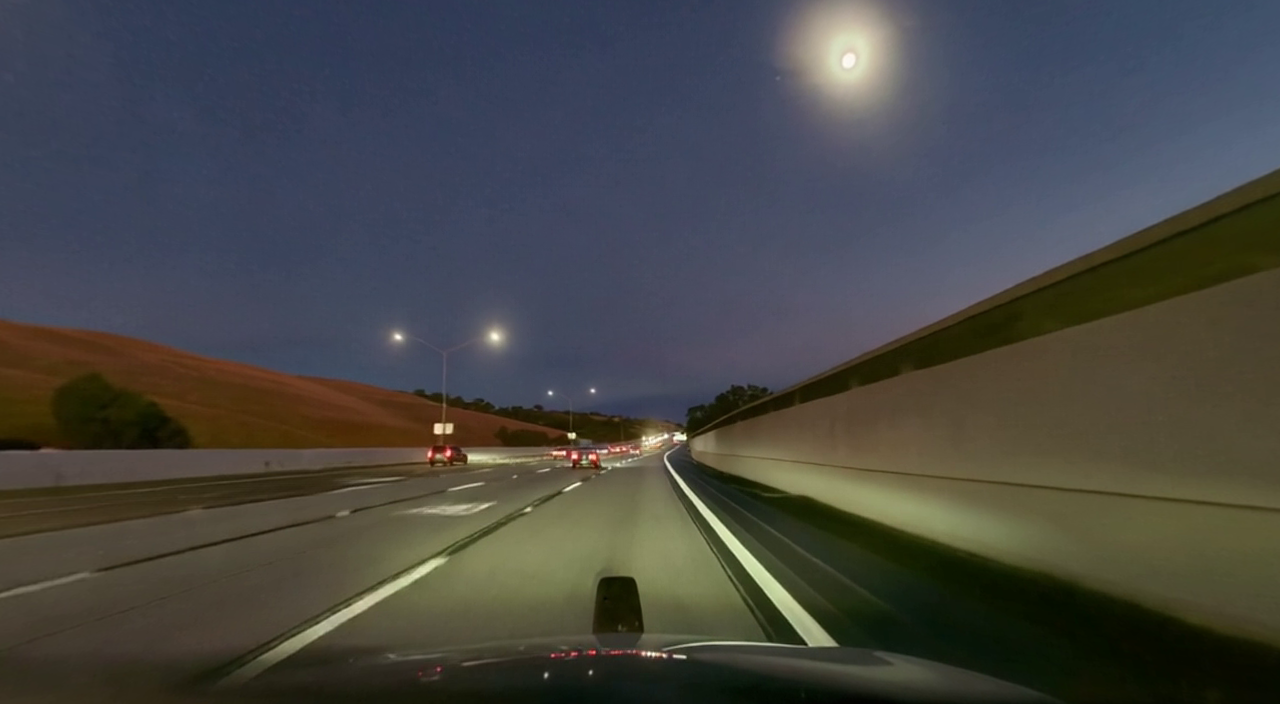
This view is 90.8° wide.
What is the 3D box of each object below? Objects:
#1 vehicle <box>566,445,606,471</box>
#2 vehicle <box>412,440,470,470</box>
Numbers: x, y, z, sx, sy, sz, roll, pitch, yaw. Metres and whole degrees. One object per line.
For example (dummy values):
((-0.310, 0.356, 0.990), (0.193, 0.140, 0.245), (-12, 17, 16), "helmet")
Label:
((-3.270, 6.525, 38.955), (1.931, 1.492, 4.076), (-1, -8, 2), "vehicle")
((-12.780, 6.637, 40.859), (2.076, 1.766, 4.831), (0, -8, 2), "vehicle")
